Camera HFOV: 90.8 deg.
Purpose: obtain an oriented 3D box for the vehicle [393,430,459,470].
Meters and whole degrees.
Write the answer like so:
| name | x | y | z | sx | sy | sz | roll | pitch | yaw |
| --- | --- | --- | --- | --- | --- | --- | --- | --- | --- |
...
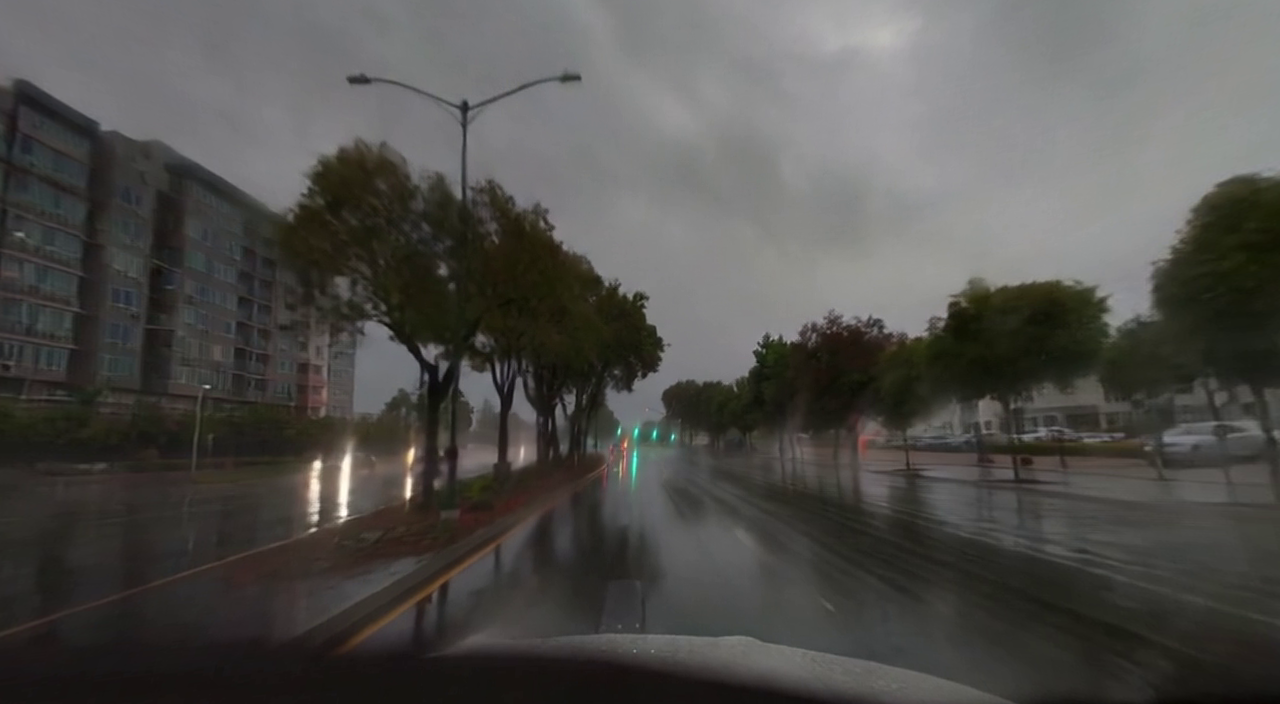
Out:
| name | x | y | z | sx | sy | sz | roll | pitch | yaw |
| --- | --- | --- | --- | --- | --- | --- | --- | --- | --- |
| vehicle | -15.997 | 7.376 | 47.710 | 2.725 | 2.768 | 6.120 | -1 | -9 | 1 |

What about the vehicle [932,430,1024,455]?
| name | x | y | z | sx | sy | sz | roll | pitch | yaw |
| --- | --- | --- | --- | --- | --- | --- | --- | --- | --- |
| vehicle | 21.854 | 5.886 | 41.022 | 4.739 | 1.569 | 2.097 | -1 | -9 | 3 |

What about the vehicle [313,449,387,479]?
| name | x | y | z | sx | sy | sz | roll | pitch | yaw |
| --- | --- | --- | --- | --- | --- | --- | --- | --- | --- |
| vehicle | -16.067 | 6.188 | 35.301 | 1.966 | 1.523 | 4.555 | 0 | -9 | 0 |

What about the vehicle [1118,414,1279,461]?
| name | x | y | z | sx | sy | sz | roll | pitch | yaw |
| --- | --- | --- | --- | --- | --- | --- | --- | --- | --- |
| vehicle | 22.553 | 3.422 | 25.208 | 5.320 | 1.722 | 2.651 | 2 | -9 | -14 |
